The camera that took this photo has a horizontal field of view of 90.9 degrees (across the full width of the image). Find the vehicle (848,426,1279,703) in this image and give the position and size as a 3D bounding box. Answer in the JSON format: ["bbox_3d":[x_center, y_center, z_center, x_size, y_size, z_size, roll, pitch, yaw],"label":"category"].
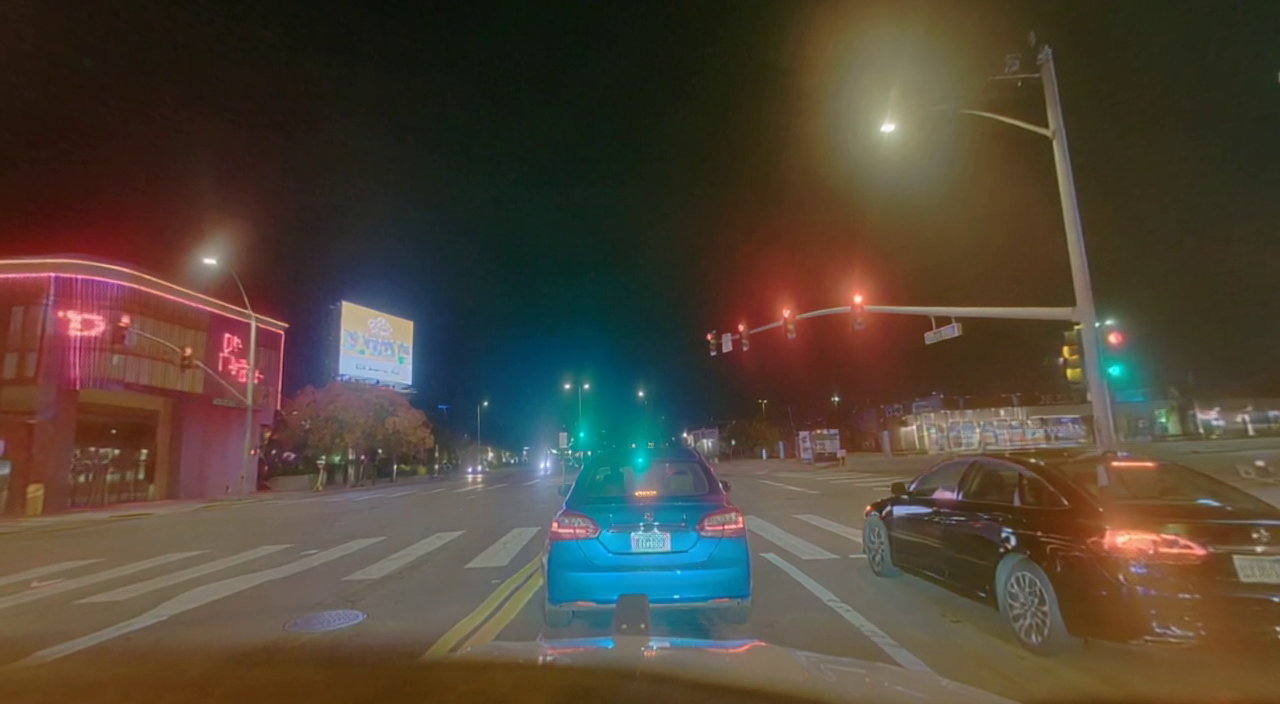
[{"bbox_3d":[3.352,1.376,5.079,1.860,1.430,4.089,0,-8,-1],"label":"vehicle"}]

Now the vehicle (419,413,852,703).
[{"bbox_3d":[-0.055,1.349,5.156,2.094,1.481,4.078,0,-8,-1],"label":"vehicle"}]
